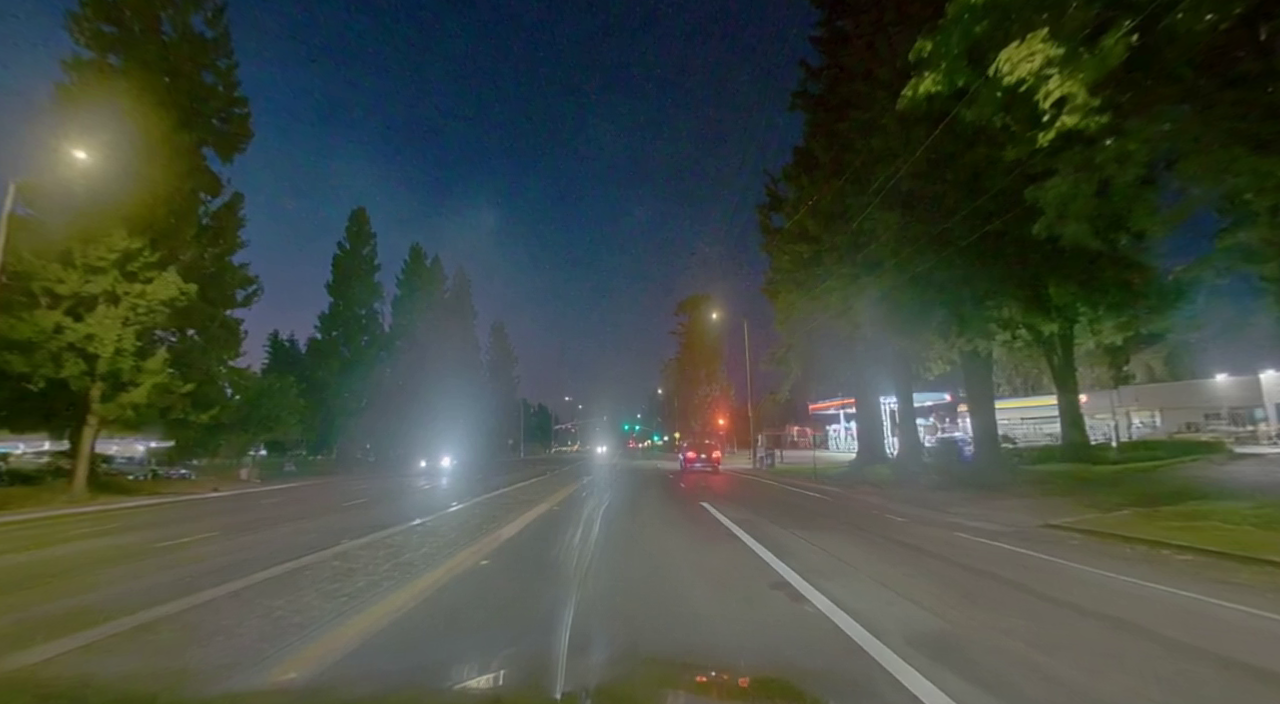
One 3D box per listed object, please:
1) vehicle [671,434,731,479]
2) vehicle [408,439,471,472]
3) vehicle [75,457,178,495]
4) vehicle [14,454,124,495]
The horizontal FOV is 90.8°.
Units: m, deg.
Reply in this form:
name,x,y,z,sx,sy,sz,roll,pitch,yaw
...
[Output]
name,x,y,z,sx,sy,sz,roll,pitch,yaw
vehicle,2.656,4.688,28.644,2.115,1.840,4.777,0,-9,-2
vehicle,-12.871,6.694,40.930,2.379,1.967,5.195,0,-9,0
vehicle,-23.077,5.520,28.383,4.117,1.557,1.876,-5,-10,26
vehicle,-23.124,4.896,25.576,4.016,1.517,1.816,-5,-10,26
